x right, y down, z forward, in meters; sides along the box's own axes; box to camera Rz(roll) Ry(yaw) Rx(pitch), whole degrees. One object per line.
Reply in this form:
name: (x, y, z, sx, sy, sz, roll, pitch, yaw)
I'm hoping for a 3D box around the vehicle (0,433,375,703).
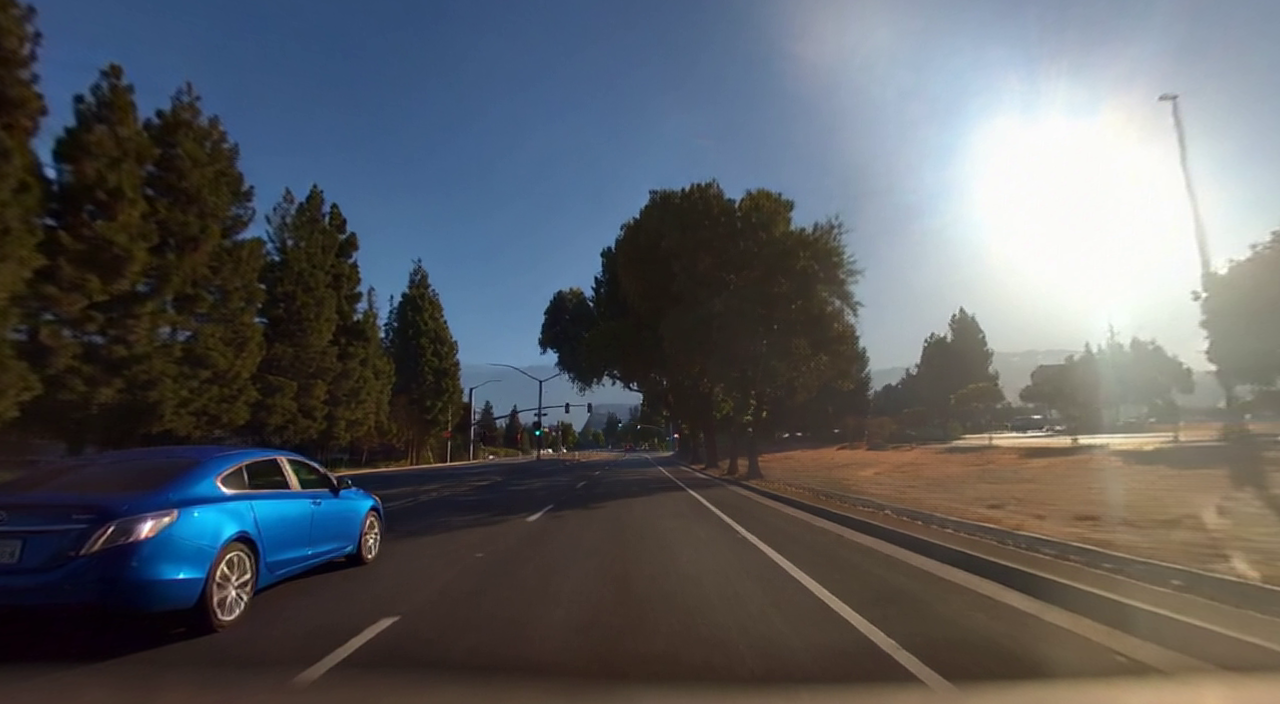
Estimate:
vehicle: (-4.083, 1.435, 5.238, 1.946, 1.437, 4.154, 0, -8, 0)
